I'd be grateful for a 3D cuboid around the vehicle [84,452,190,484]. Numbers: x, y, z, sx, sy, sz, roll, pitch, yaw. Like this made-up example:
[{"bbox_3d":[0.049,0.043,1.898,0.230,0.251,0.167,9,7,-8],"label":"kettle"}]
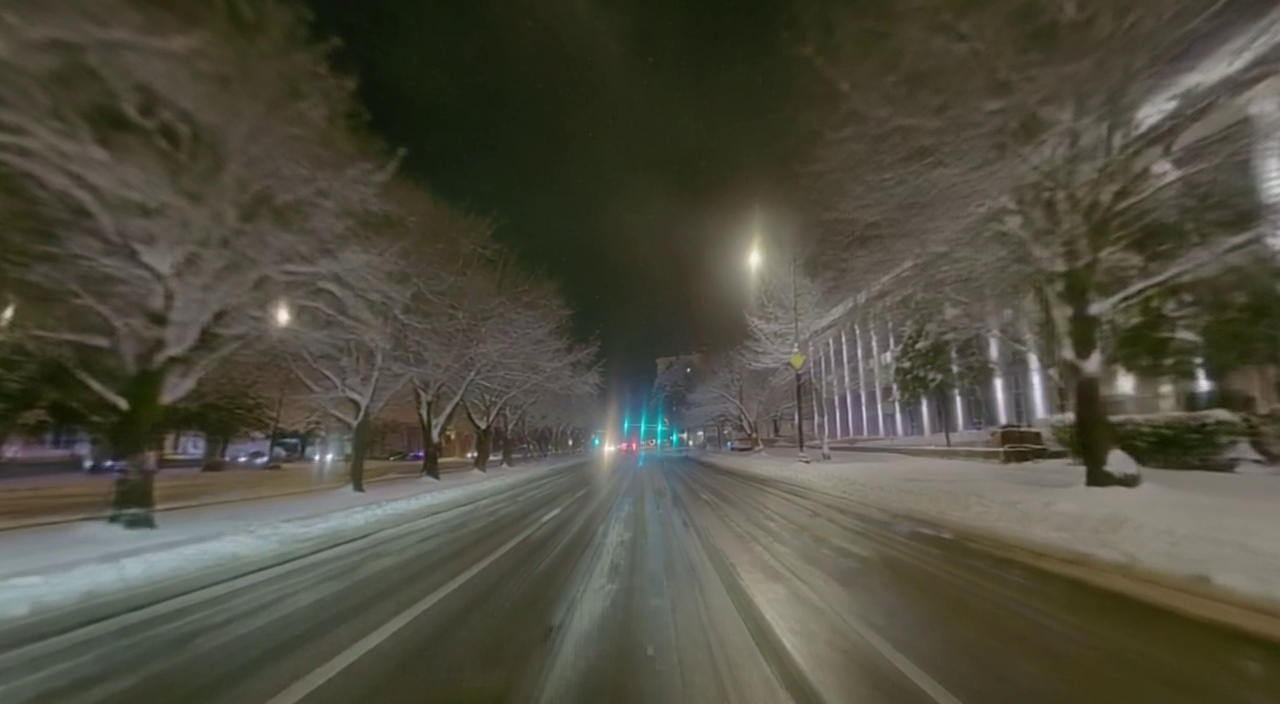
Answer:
[{"bbox_3d":[-26.238,6.045,33.108,1.850,1.477,4.492,0,-8,0],"label":"vehicle"}]
